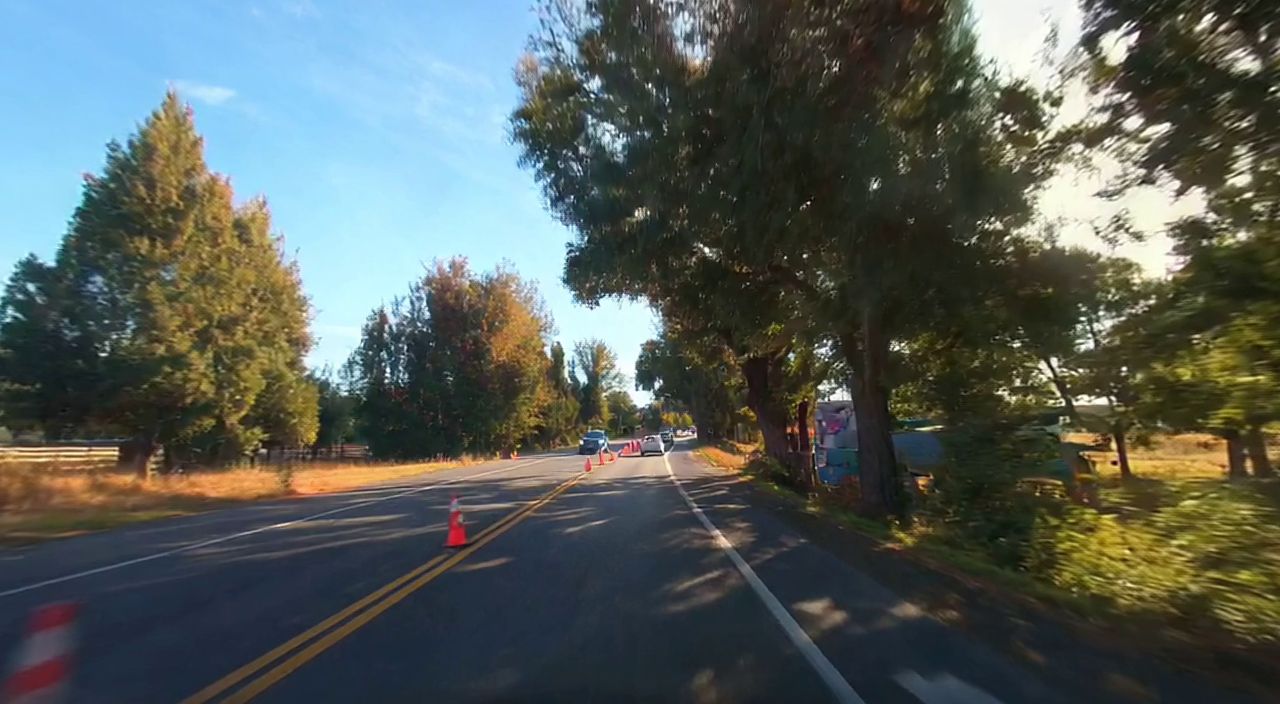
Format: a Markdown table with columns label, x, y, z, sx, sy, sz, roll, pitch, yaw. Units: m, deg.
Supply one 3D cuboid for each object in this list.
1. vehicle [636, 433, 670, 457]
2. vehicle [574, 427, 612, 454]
| label | x | y | z | sx | sy | sz | roll | pitch | yaw |
| --- | --- | --- | --- | --- | --- | --- | --- | --- | --- |
| vehicle | 0.884 | 6.171 | 41.617 | 2.042 | 1.489 | 3.963 | 0 | -8 | 4 |
| vehicle | -3.423 | 6.608 | 46.705 | 2.079 | 1.880 | 4.493 | -1 | -8 | 5 |
